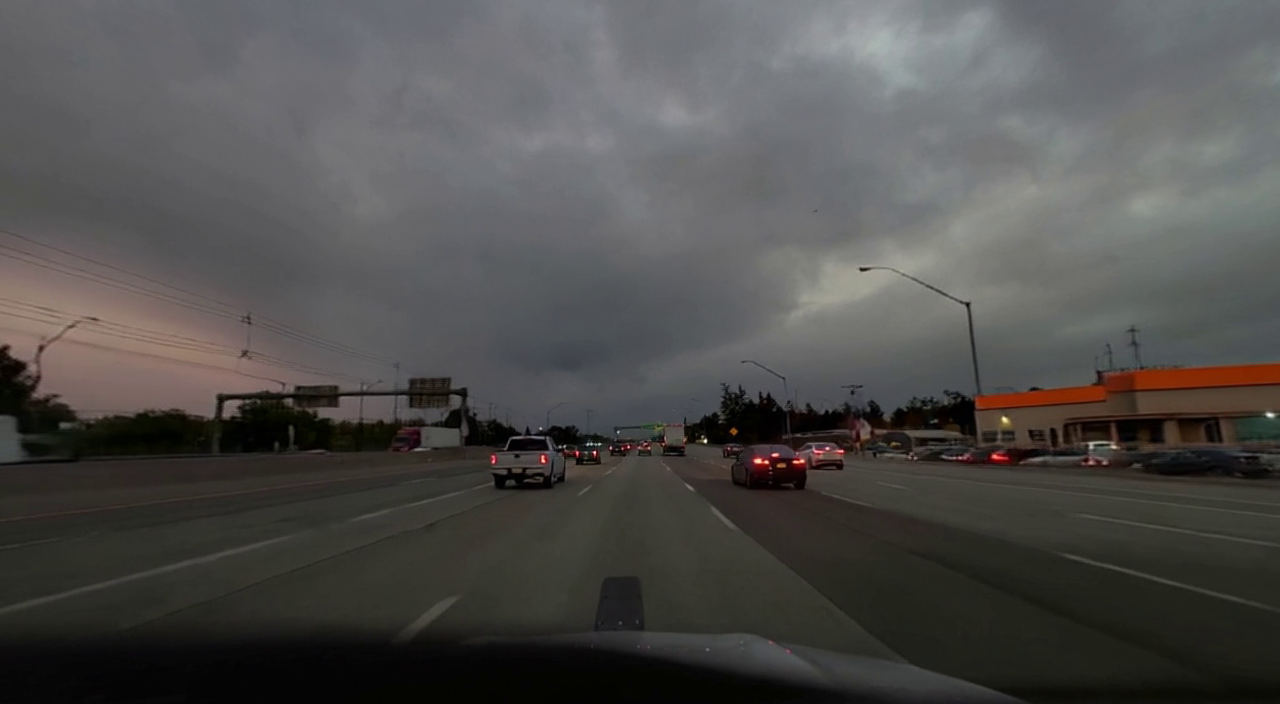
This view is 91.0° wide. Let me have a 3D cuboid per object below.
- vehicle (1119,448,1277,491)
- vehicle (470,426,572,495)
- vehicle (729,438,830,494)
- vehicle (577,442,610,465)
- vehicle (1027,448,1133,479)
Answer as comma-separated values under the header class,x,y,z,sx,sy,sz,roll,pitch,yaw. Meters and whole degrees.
class,x,y,z,sx,sy,sz,roll,pitch,yaw
vehicle,28.921,6.095,32.824,5.824,2.108,2.304,0,-9,2
vehicle,-3.389,3.212,18.940,2.130,1.799,4.583,0,-9,1
vehicle,4.061,3.398,19.142,1.980,1.501,4.433,0,-9,-1
vehicle,-3.154,6.987,43.474,1.929,1.521,4.097,0,-9,1
vehicle,29.420,7.455,42.269,5.199,1.985,2.289,-1,-9,5
